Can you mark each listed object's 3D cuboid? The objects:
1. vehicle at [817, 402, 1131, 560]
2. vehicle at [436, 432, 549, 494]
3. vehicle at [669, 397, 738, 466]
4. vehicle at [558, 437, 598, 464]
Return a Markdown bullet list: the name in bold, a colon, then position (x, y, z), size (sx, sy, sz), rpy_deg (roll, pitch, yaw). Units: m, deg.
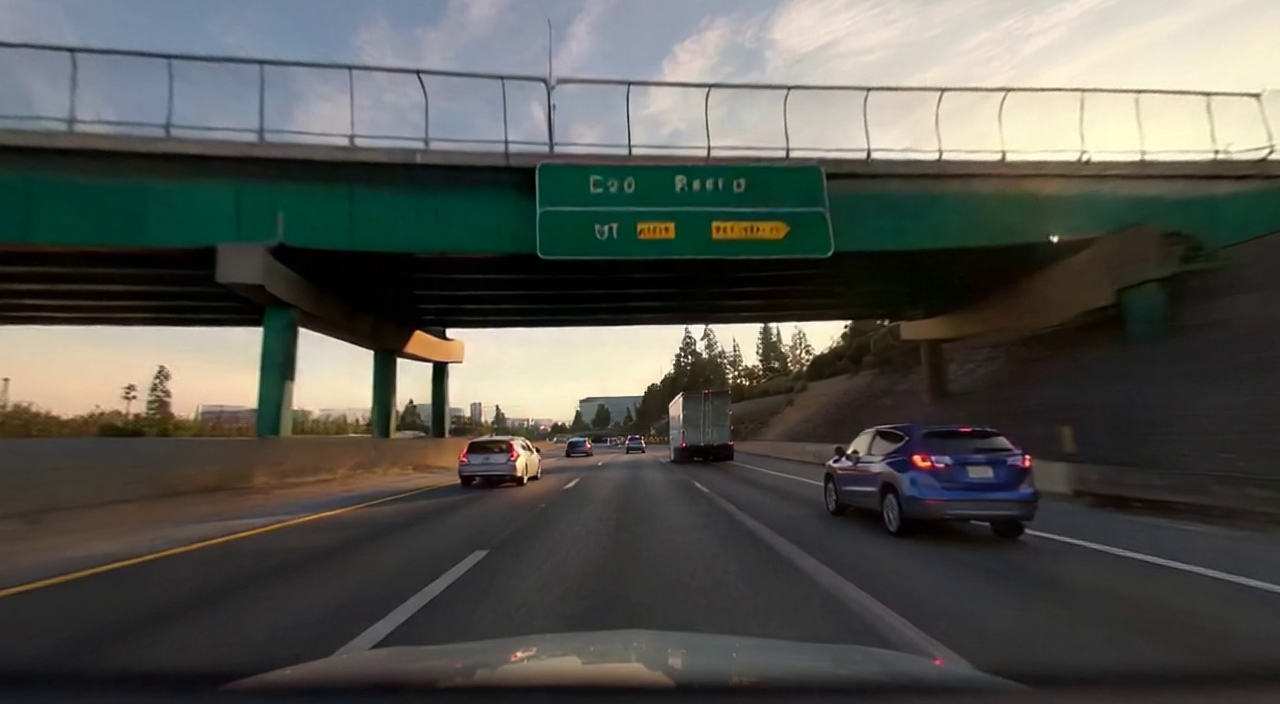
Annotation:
- **vehicle**: position (4.079, 1.637, 8.682), size (2.001, 1.625, 4.088), rpy_deg (0, -8, -1)
- **vehicle**: position (-4.002, 3.083, 17.928), size (2.122, 1.486, 4.532), rpy_deg (0, -8, 0)
- **vehicle**: position (3.564, 4.938, 38.399), size (2.824, 3.585, 11.410), rpy_deg (0, -8, -1)
- **vehicle**: position (-3.695, 5.980, 38.325), size (2.064, 1.479, 4.370), rpy_deg (0, -8, -1)
